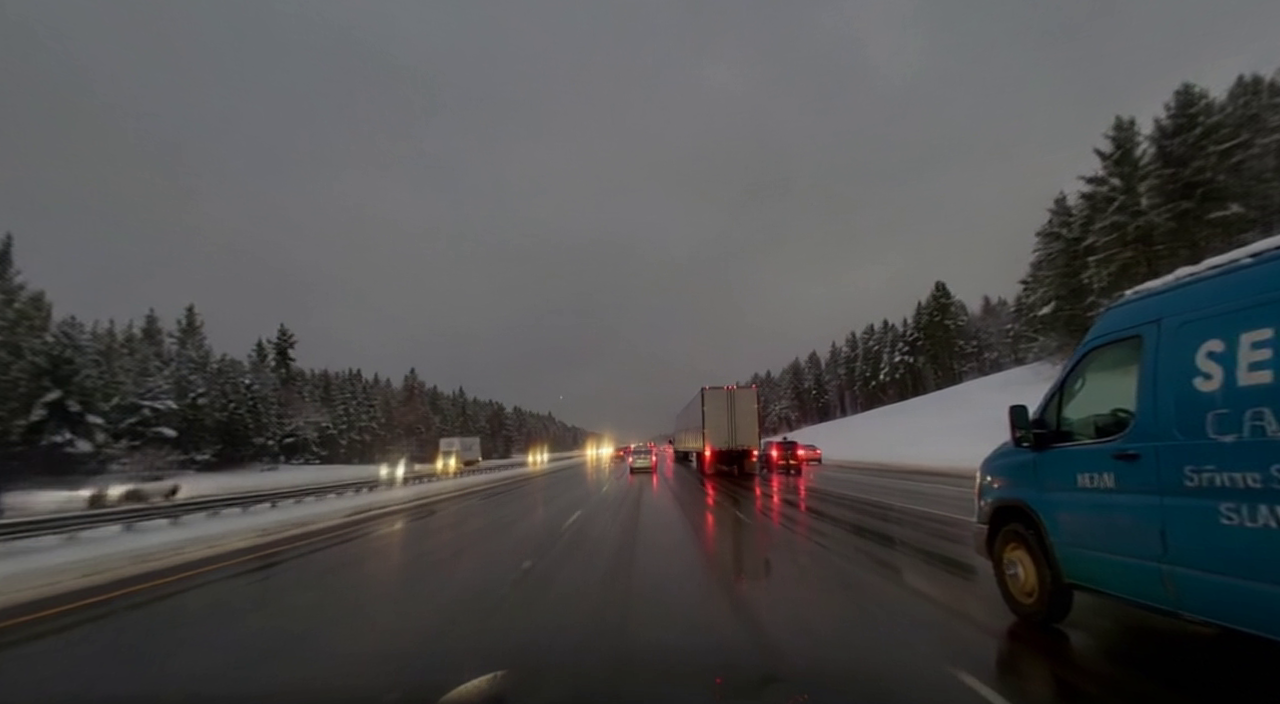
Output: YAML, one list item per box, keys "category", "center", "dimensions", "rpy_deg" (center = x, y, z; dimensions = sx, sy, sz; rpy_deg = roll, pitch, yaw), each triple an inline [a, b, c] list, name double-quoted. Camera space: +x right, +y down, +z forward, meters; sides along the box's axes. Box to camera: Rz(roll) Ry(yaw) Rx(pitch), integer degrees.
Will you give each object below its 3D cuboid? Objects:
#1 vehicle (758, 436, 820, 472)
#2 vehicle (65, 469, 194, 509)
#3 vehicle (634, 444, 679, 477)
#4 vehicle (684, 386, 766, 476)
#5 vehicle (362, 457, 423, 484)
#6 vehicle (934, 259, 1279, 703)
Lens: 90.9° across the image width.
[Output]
- category: "vehicle"
  center: [7.830, 5.417, 33.645]
  dimensions: [2.144, 1.769, 4.540]
  rpy_deg: [0, -9, -1]
- category: "vehicle"
  center: [-22.548, 6.039, 28.150]
  dimensions: [1.814, 1.475, 4.698]
  rpy_deg: [0, -9, -1]
- category: "vehicle"
  center: [0.741, 5.295, 31.012]
  dimensions: [2.063, 1.469, 4.208]
  rpy_deg: [0, -9, 0]
- category: "vehicle"
  center: [4.307, 4.539, 35.015]
  dimensions: [2.821, 4.077, 12.562]
  rpy_deg: [0, -9, 0]
- category: "vehicle"
  center: [-15.386, 7.381, 39.529]
  dimensions: [1.865, 1.500, 4.707]
  rpy_deg: [-1, -9, 1]
- category: "vehicle"
  center: [3.780, 0.630, 2.439]
  dimensions: [2.441, 2.017, 5.739]
  rpy_deg: [0, -9, -1]
